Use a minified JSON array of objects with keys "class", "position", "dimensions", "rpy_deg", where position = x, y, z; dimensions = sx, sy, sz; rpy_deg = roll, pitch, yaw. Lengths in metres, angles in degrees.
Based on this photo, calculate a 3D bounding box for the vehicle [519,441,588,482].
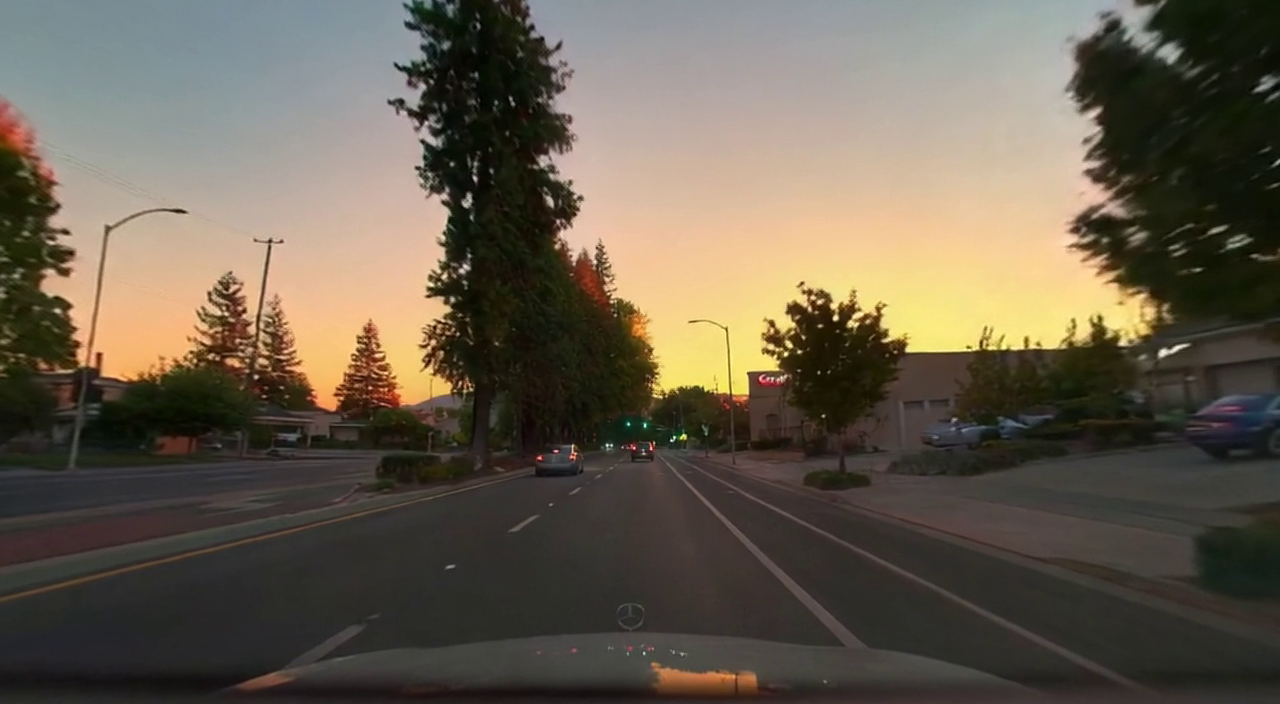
[{"class":"vehicle","position":[-3.337,4.319,25.272],"dimensions":[2.015,1.470,4.458],"rpy_deg":[0,-8,2]}]

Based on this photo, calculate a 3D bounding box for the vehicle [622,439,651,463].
[{"class":"vehicle","position":[-0.250,7.658,48.954],"dimensions":[2.153,1.764,4.047],"rpy_deg":[0,-8,0]}]
